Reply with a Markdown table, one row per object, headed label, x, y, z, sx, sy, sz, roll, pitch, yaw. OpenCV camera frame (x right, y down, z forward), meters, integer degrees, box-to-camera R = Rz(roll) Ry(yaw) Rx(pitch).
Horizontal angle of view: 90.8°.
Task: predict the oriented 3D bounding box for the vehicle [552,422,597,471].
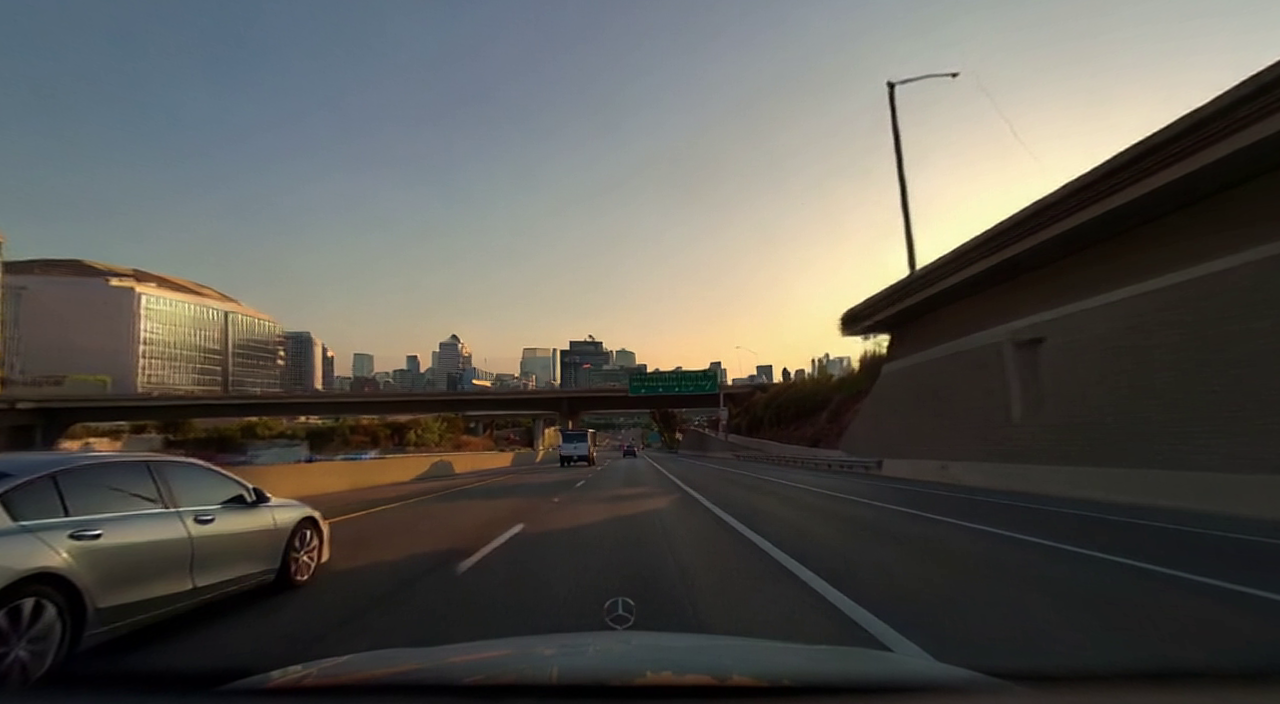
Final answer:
| label | x | y | z | sx | sy | sz | roll | pitch | yaw |
| --- | --- | --- | --- | --- | --- | --- | --- | --- | --- |
| vehicle | -4.250 | 6.317 | 42.196 | 2.364 | 2.953 | 6.732 | 0 | -9 | -1 |

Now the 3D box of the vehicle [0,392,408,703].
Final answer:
| label | x | y | z | sx | sy | sz | roll | pitch | yaw |
| --- | --- | --- | --- | --- | --- | --- | --- | --- | --- |
| vehicle | -3.589 | 1.268 | 4.669 | 2.025 | 1.556 | 4.594 | 0 | -9 | 0 |
